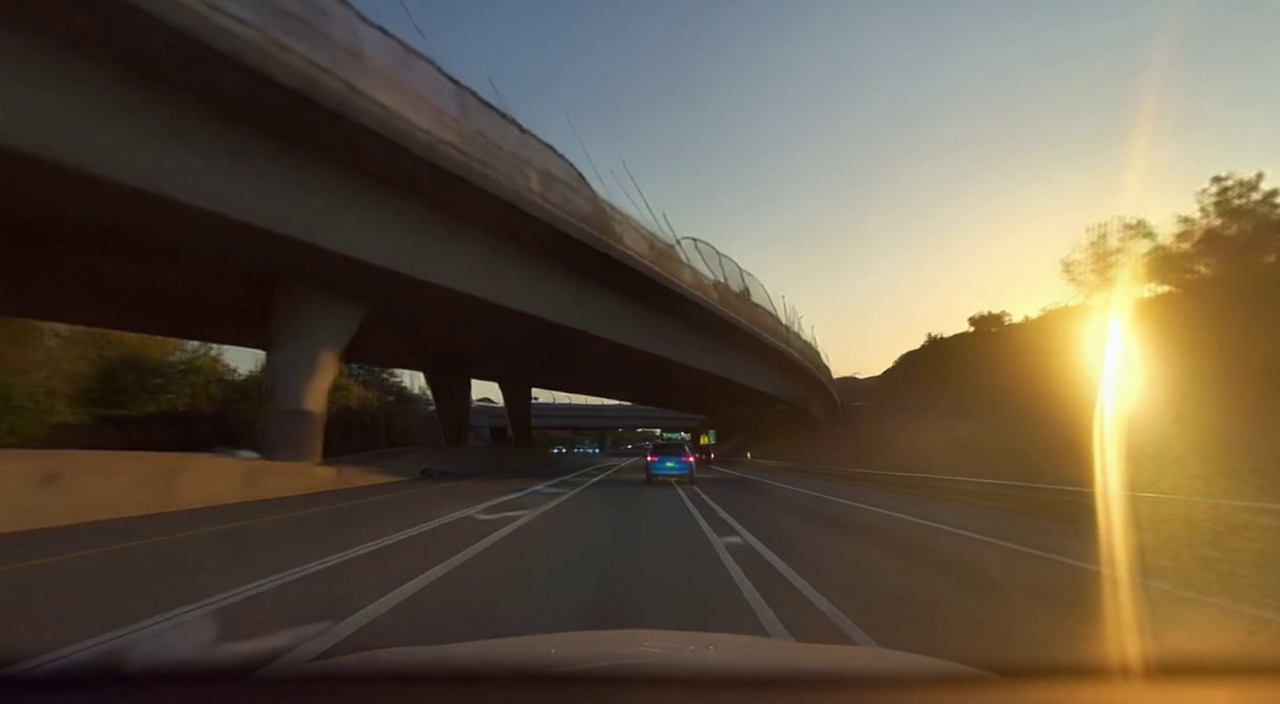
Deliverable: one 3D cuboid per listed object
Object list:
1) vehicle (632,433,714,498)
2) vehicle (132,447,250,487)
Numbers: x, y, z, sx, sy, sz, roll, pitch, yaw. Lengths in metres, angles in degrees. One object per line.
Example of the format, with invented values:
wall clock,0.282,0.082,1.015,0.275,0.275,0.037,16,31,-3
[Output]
vehicle,0.935,3.325,18.874,2.143,1.693,4.513,-1,-9,2
vehicle,-21.672,5.533,30.767,2.004,1.711,5.014,-1,-9,1
